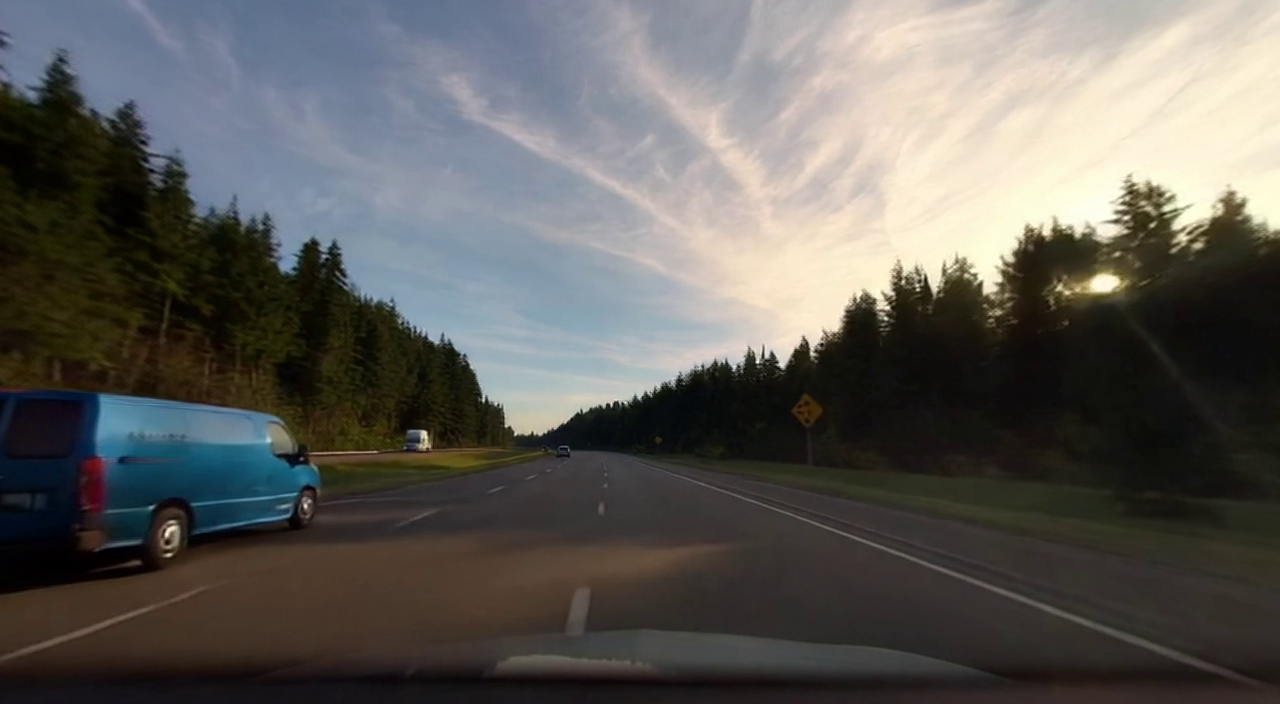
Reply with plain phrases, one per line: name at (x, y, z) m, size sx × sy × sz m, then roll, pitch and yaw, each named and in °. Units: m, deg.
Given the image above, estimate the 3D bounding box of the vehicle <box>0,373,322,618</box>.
vehicle at (-6.265, 1.584, 7.788) m, size 2.197 × 2.038 × 4.919 m, roll 0°, pitch -9°, yaw -2°
